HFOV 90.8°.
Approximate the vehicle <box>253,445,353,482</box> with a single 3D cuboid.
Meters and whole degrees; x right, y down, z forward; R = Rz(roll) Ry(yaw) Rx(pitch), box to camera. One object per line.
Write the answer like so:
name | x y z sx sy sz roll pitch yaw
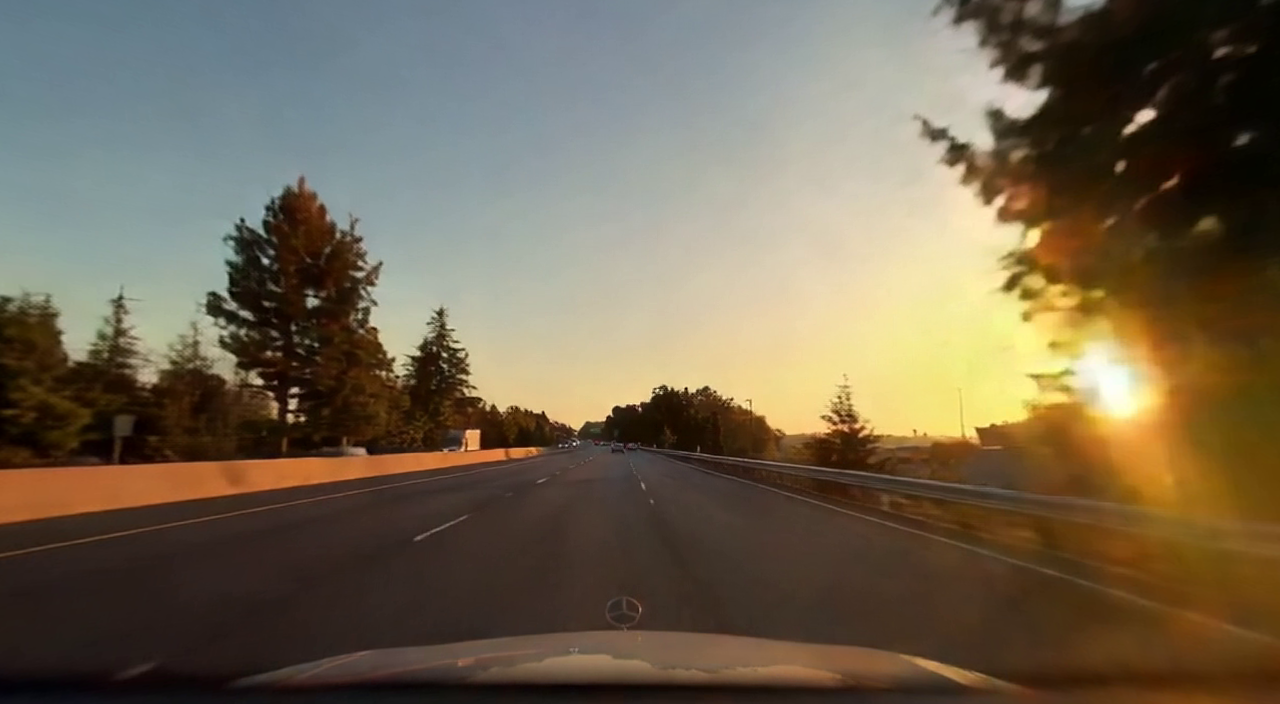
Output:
vehicle | -14.674 4.880 27.809 1.954 1.491 4.602 0 -9 -2
